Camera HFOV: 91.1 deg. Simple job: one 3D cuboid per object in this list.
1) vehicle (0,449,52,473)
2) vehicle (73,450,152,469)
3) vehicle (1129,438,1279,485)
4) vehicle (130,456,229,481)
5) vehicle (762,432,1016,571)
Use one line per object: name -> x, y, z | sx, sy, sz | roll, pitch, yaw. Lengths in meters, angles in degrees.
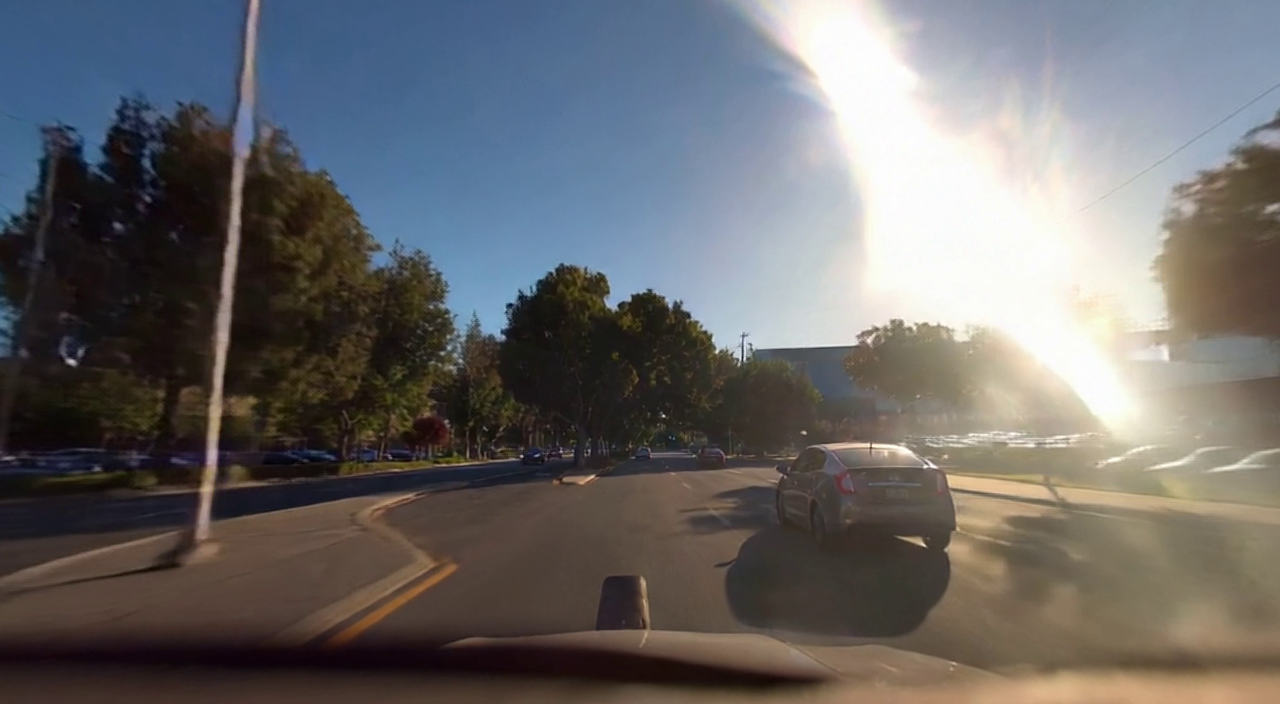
vehicle -> -42.400, 7.259, 41.844 | 4.363, 1.505, 1.984 | 0, -9, 0
vehicle -> -41.731, 8.500, 49.731 | 4.434, 1.472, 1.915 | 0, -9, 0
vehicle -> 19.913, 3.750, 21.678 | 4.255, 1.537, 2.037 | 0, -9, 1
vehicle -> -29.244, 7.376, 39.947 | 4.707, 1.474, 1.964 | 0, -9, 1
vehicle -> 3.164, 1.976, 9.145 | 1.935, 1.501, 4.384 | 0, -9, 0
